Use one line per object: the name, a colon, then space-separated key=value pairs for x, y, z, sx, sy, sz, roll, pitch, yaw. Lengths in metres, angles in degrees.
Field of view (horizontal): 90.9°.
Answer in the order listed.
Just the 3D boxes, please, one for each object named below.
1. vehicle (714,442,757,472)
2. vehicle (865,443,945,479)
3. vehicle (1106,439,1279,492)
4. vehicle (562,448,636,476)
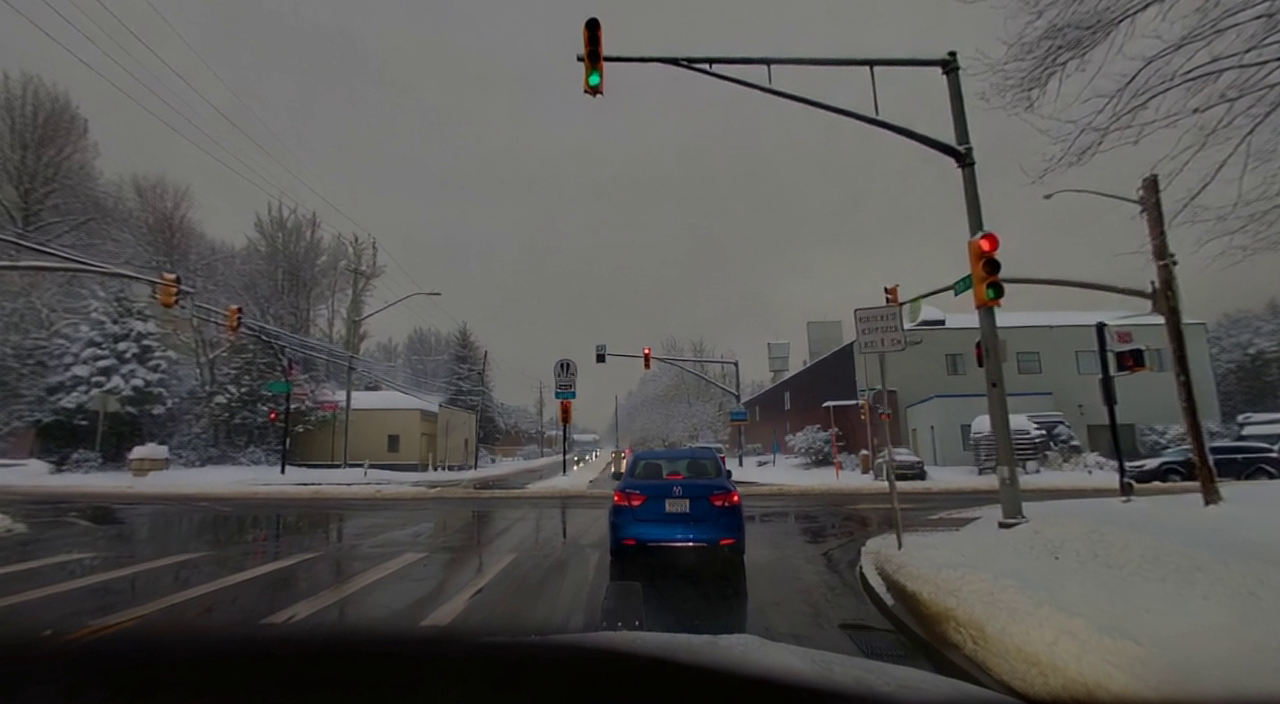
vehicle: x=6.901 y=7.569 z=45.703 sx=1.491 sy=2.041 sz=2.964 roll=6 pitch=-10 yaw=-33
vehicle: x=12.416 y=5.211 z=29.808 sx=1.922 sy=1.529 sz=3.964 roll=0 pitch=-12 yaw=-1
vehicle: x=16.817 y=3.398 z=19.129 sx=3.876 sy=1.512 sz=1.784 roll=0 pitch=-8 yaw=-1
vehicle: x=-2.451 y=6.436 z=37.143 sx=3.991 sy=1.526 sz=1.868 roll=-5 pitch=-9 yaw=31
